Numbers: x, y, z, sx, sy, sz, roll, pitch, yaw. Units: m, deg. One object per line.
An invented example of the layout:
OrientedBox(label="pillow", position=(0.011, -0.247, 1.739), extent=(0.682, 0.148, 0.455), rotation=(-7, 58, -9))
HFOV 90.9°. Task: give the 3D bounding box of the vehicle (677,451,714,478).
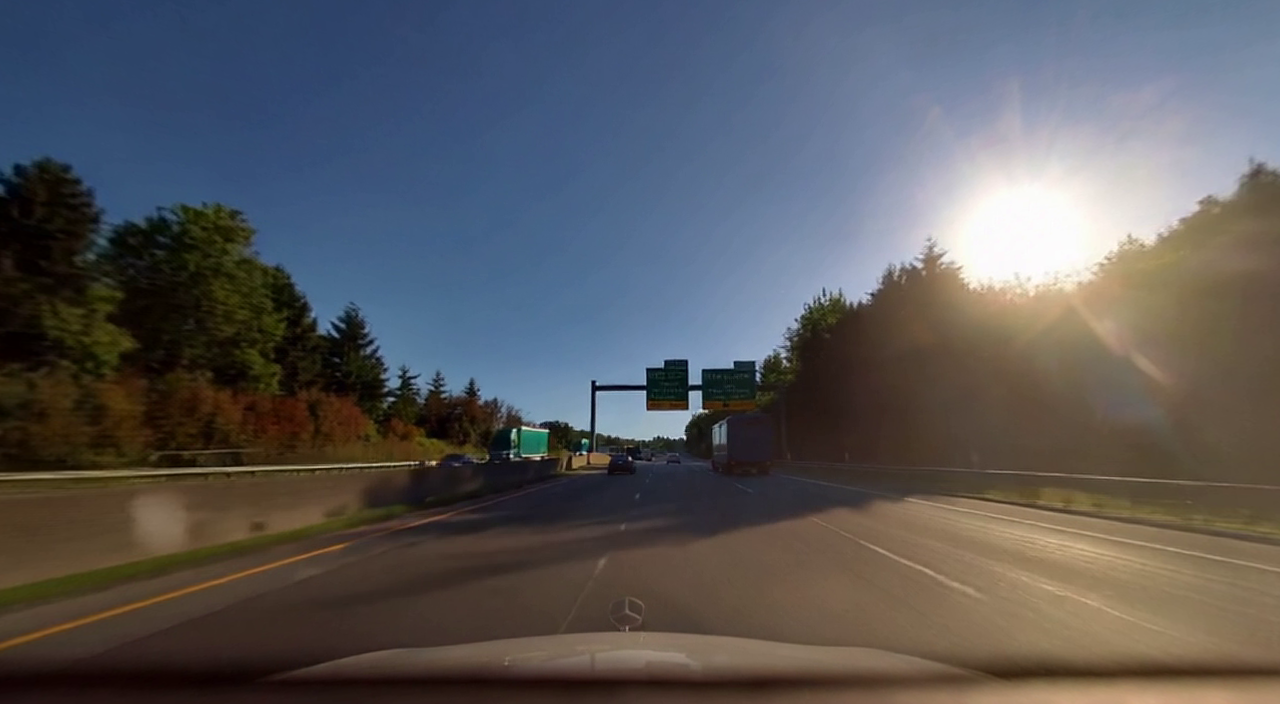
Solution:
OrientedBox(label="vehicle", position=(3.304, 6.837, 38.408), extent=(1.957, 1.541, 4.099), rotation=(0, -9, 1))

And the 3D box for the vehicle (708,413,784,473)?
OrientedBox(label="vehicle", position=(7.737, 7.156, 49.048), extent=(3.476, 3.855, 16.742), rotation=(0, -9, 2))

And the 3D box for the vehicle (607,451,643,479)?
OrientedBox(label="vehicle", position=(-0.808, 6.663, 37.453), extent=(1.960, 1.579, 4.384), rotation=(0, -9, 1))

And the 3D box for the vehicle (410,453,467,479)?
OrientedBox(label="vehicle", position=(-12.319, 6.998, 38.804), extent=(1.901, 1.472, 4.374), rotation=(0, -9, 2))
